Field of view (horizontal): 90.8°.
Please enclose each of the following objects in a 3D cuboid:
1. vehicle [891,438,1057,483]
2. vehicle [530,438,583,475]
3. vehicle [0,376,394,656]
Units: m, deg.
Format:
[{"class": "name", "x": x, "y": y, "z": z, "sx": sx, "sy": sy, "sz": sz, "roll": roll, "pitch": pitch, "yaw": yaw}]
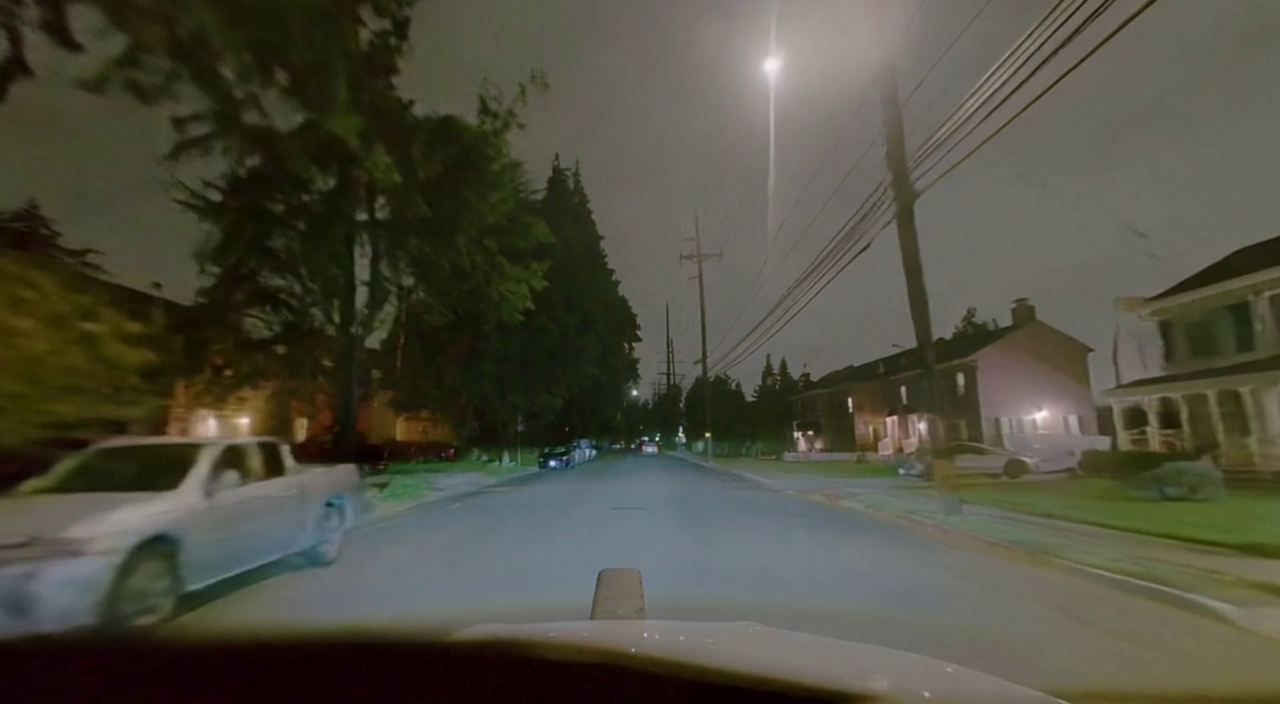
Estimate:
[{"class": "vehicle", "x": 11.860, "y": 3.860, "z": 22.685, "sx": 4.700, "sy": 1.441, "sz": 2.167, "roll": -1, "pitch": -8, "yaw": -1}, {"class": "vehicle", "x": -4.466, "y": 5.634, "z": 34.400, "sx": 2.207, "sy": 1.669, "sz": 4.363, "roll": -4, "pitch": -7, "yaw": 1}, {"class": "vehicle", "x": -4.668, "y": 1.390, "z": 6.706, "sx": 2.164, "sy": 1.810, "sz": 5.044, "roll": 1, "pitch": -8, "yaw": -2}]
